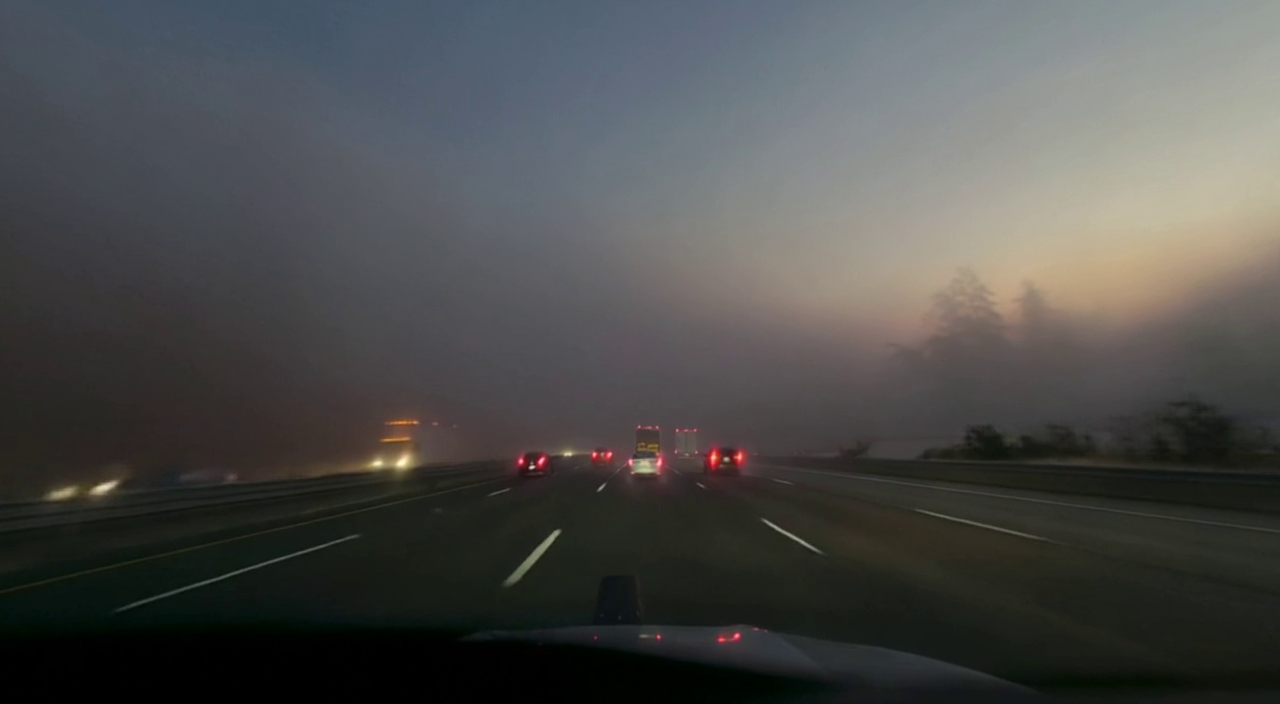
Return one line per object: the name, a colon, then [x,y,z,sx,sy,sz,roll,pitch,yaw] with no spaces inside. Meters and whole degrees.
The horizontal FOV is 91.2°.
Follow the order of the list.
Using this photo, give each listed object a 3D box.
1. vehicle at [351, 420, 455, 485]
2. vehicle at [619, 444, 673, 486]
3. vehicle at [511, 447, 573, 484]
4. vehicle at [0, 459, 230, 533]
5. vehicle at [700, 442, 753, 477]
vehicle: [-12.524,5.416,33.902,2.653,3.121,6.846,-1,-9,3]
vehicle: [0.233,4.607,25.812,2.015,1.526,4.286,0,-9,0]
vehicle: [-4.167,4.909,27.368,1.967,1.473,4.439,0,-9,1]
vehicle: [-12.794,3.484,15.718,1.923,1.488,4.501,0,-9,0]
vehicle: [4.345,5.488,32.100,2.018,1.639,4.149,0,-9,-1]
